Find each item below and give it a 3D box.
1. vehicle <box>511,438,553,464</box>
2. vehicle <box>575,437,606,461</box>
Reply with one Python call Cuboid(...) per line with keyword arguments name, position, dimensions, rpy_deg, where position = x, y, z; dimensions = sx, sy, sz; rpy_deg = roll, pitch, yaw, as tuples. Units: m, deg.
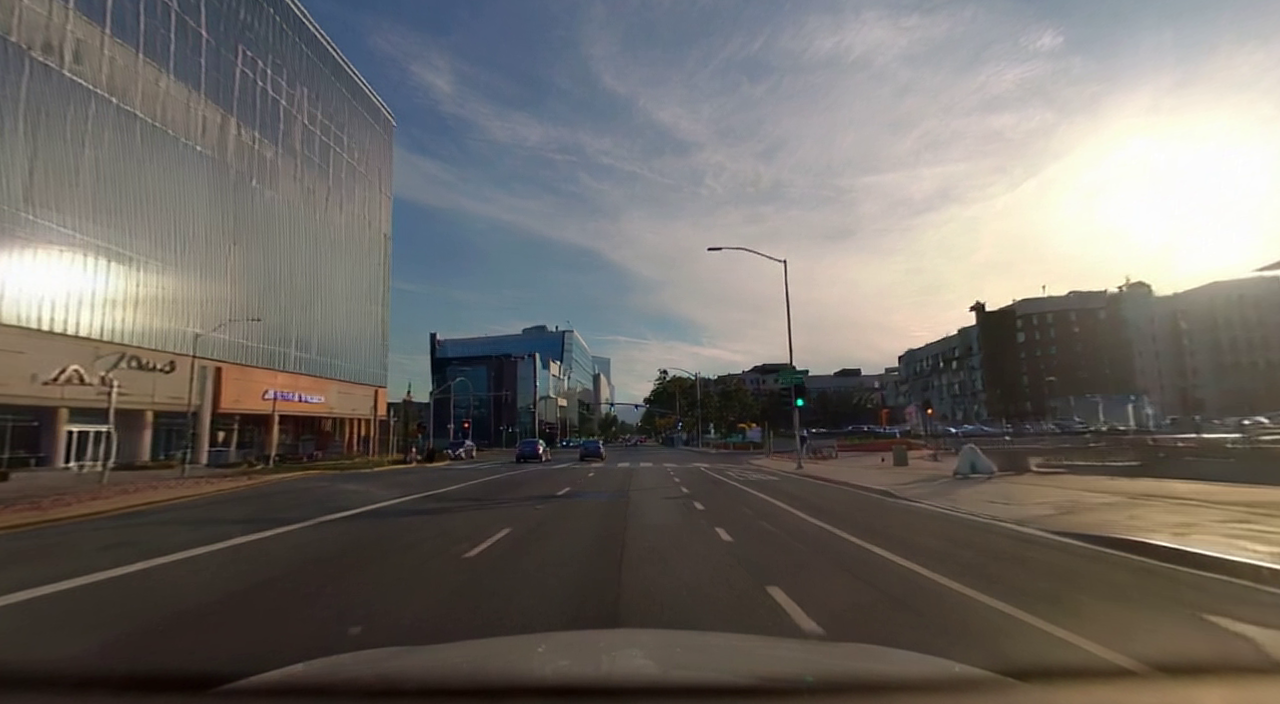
Cuboid(name="vehicle", position=(-6.975, 6.444, 41.366), dimensions=(1.909, 1.605, 4.561), rpy_deg=(0, -8, 1))
Cuboid(name="vehicle", position=(-3.789, 7.514, 49.030), dimensions=(2.052, 1.729, 4.195), rpy_deg=(0, -8, 0))
